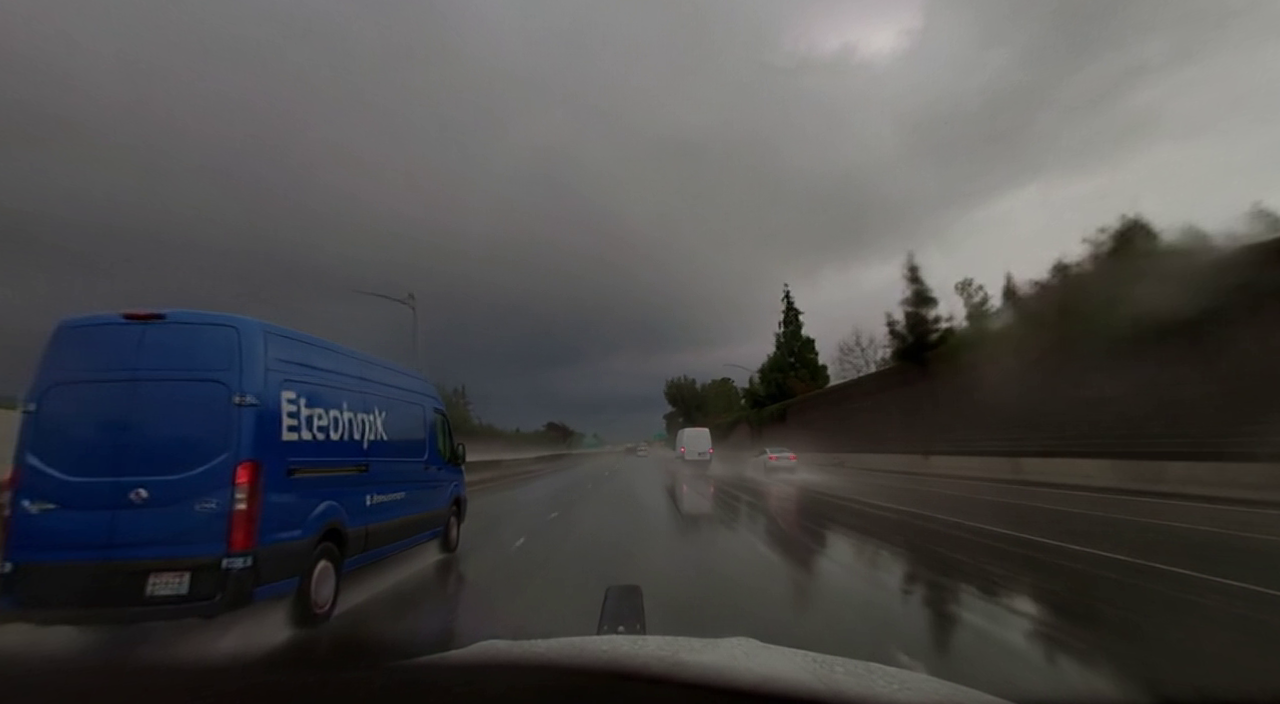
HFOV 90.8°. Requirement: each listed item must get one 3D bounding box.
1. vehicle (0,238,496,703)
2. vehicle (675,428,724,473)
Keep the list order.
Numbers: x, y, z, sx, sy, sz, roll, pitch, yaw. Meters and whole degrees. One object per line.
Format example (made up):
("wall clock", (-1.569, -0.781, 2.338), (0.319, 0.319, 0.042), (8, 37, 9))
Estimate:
("vehicle", (-3.449, 1.096, 6.460), (2.409, 2.523, 6.275), (0, -9, 0))
("vehicle", (3.648, 6.245, 39.961), (2.373, 2.561, 5.922), (0, -9, -1))
